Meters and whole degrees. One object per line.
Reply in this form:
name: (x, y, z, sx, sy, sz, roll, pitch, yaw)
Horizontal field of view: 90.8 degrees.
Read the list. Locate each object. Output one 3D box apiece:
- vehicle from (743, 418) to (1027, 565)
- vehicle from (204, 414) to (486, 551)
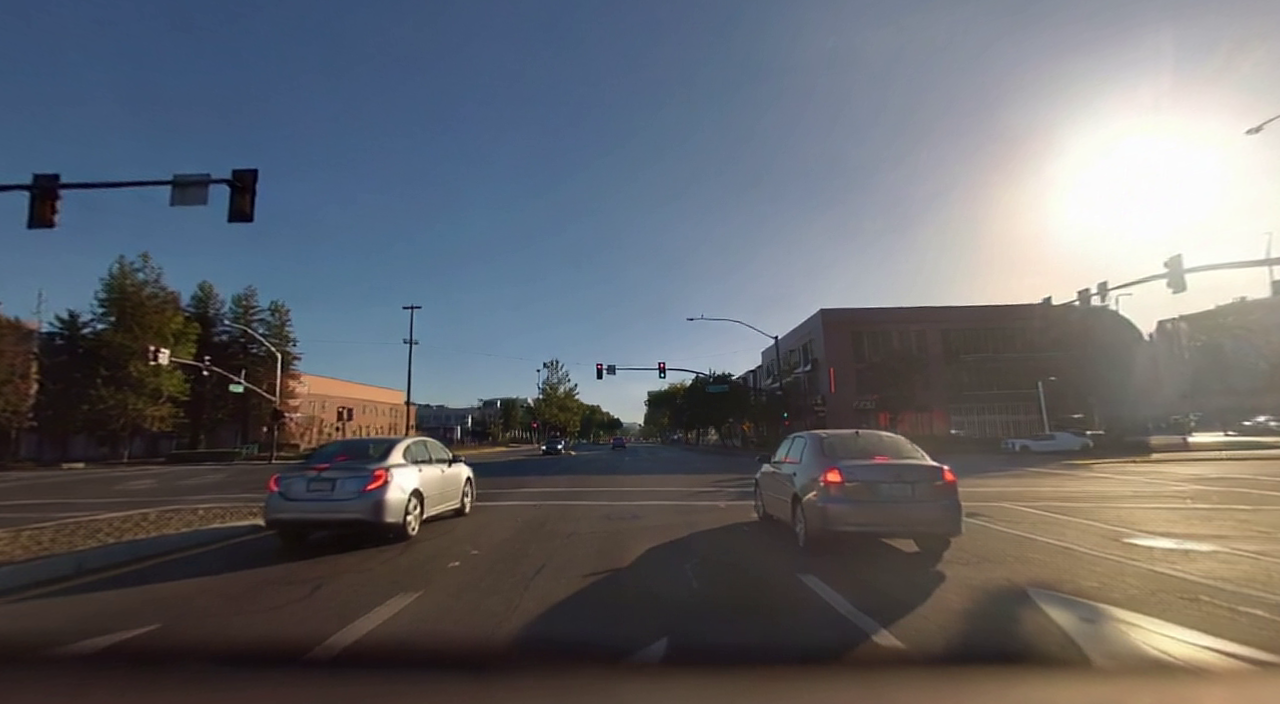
vehicle: (2.950, 1.804, 9.025, 2.130, 1.524, 4.722, 0, -8, 0)
vehicle: (-3.898, 1.806, 9.454, 1.973, 1.526, 4.533, 0, -8, 1)
